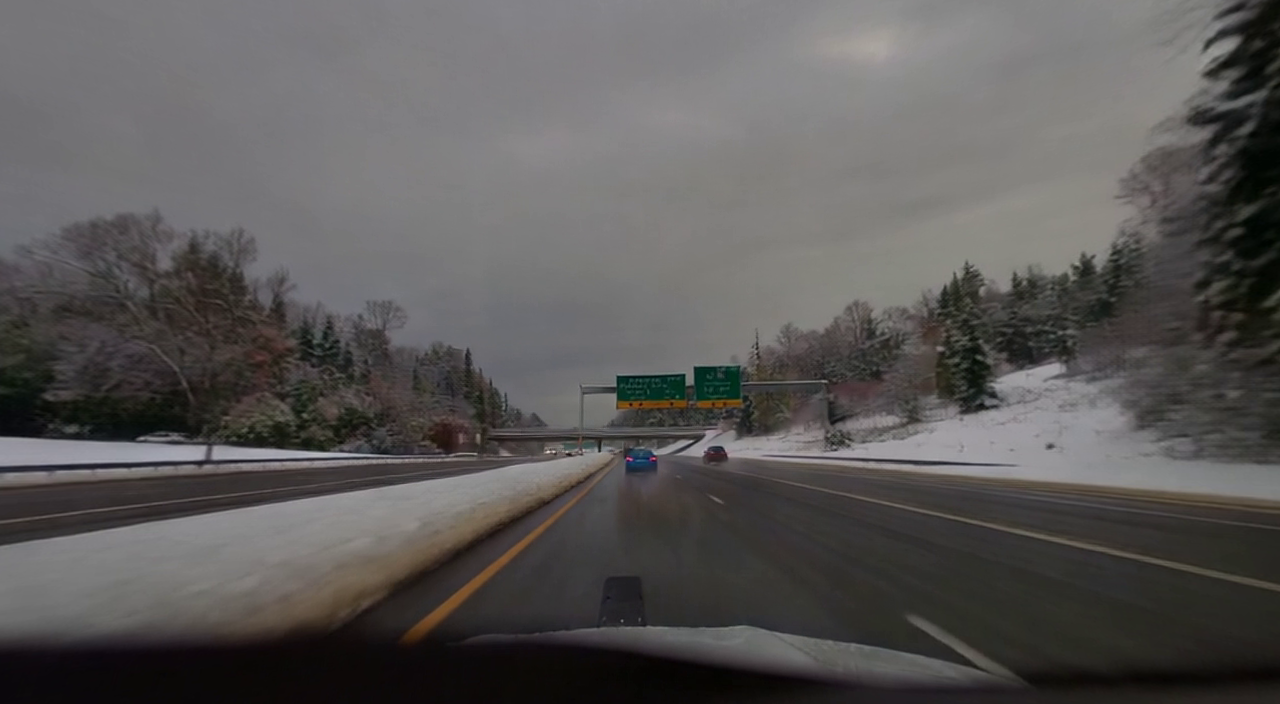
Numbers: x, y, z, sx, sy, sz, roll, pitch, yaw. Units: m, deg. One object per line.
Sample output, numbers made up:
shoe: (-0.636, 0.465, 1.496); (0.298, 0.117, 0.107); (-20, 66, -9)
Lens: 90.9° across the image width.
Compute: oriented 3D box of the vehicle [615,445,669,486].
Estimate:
vehicle: (0.035, 4.662, 26.235); (2.069, 1.523, 4.012); (0, -9, -1)
